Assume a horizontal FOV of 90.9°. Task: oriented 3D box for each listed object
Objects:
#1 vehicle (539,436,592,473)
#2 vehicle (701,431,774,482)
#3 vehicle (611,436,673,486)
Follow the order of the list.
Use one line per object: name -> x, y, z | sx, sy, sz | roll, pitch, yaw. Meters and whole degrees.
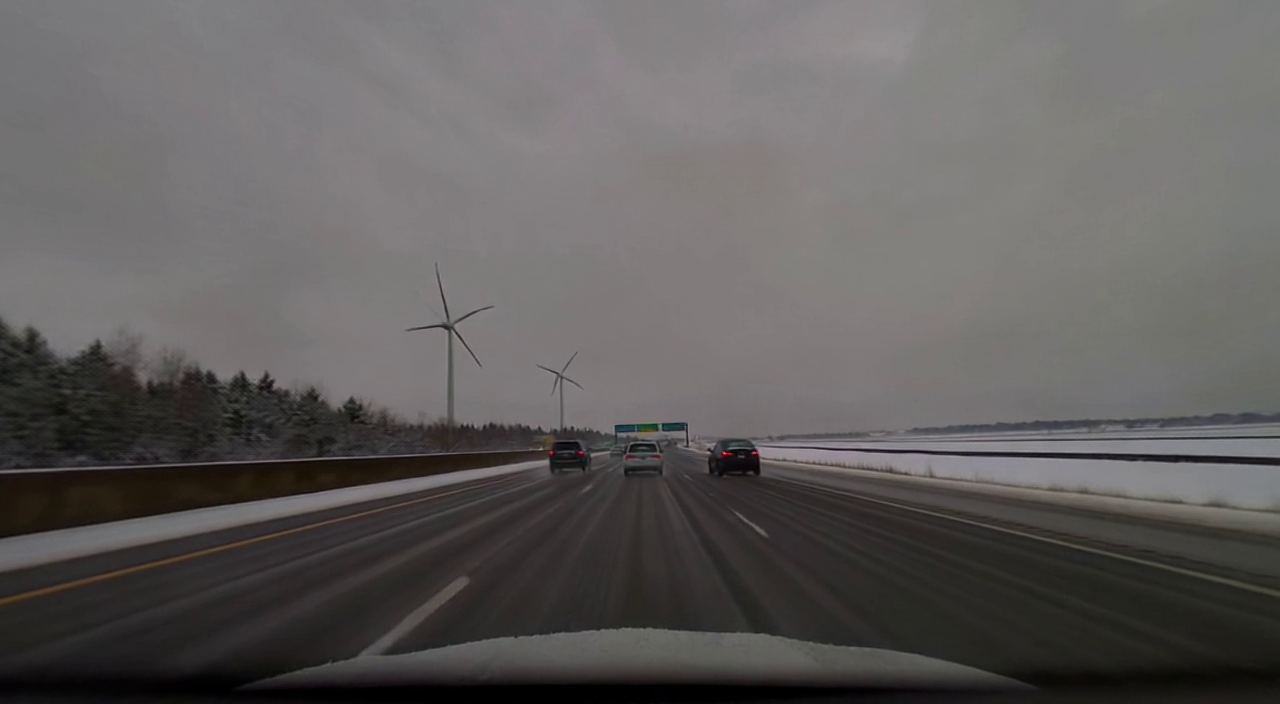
vehicle -> -3.816, 5.397, 33.212 | 2.131, 1.784, 4.635 | 0, -9, 1
vehicle -> 3.802, 4.195, 25.513 | 2.104, 1.861, 4.956 | 0, -9, -1
vehicle -> 0.051, 3.975, 23.211 | 2.083, 1.653, 3.787 | 0, -9, 0
